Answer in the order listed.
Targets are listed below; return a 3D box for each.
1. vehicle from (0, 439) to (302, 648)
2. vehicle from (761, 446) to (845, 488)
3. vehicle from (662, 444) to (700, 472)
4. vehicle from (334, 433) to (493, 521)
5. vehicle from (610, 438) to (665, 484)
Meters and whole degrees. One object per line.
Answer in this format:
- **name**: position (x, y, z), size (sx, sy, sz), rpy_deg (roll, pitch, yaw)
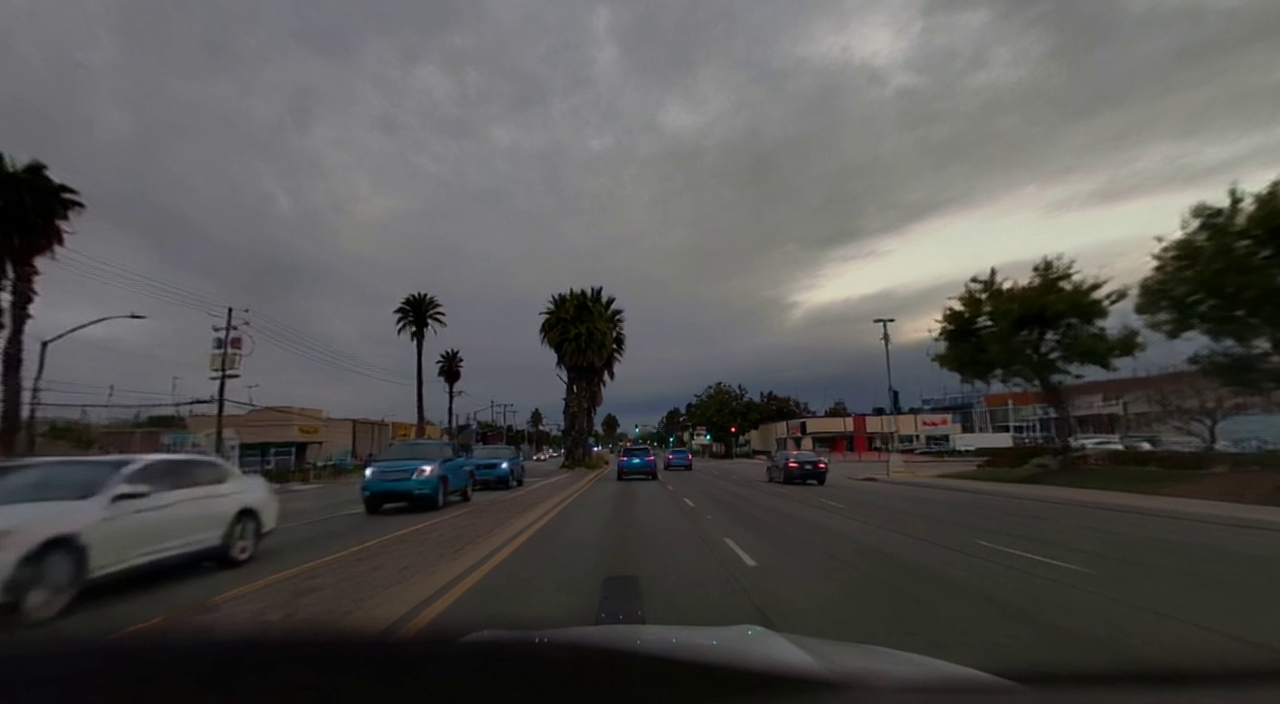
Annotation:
- **vehicle**: position (-5.553, 1.638, 6.236), size (2.017, 1.463, 4.384), rpy_deg (-1, -8, 0)
- **vehicle**: position (6.197, 4.394, 24.571), size (1.944, 1.447, 4.309), rpy_deg (0, -8, -2)
- **vehicle**: position (2.646, 6.993, 41.975), size (2.112, 1.710, 4.234), rpy_deg (0, -8, -1)
- **vehicle**: position (-5.147, 2.880, 15.170), size (2.160, 1.769, 4.494), rpy_deg (0, -8, 0)
- **vehicle**: position (-0.148, 4.633, 27.098), size (2.151, 1.787, 4.109), rpy_deg (0, -8, -1)
